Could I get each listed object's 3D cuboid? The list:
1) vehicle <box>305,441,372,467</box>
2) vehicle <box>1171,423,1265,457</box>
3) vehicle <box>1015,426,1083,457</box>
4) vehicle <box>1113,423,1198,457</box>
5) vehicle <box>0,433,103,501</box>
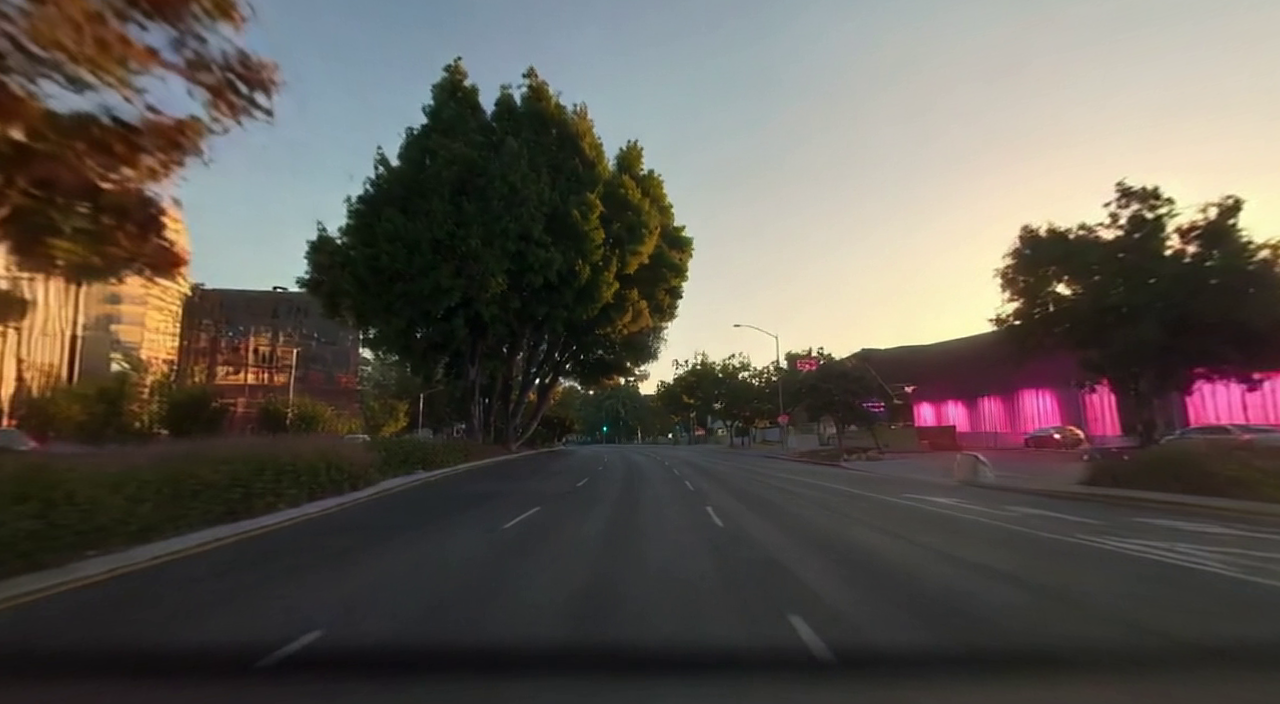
[{"bbox_3d":[-18.711,6.318,39.325,1.974,1.501,4.235,-1,-8,2],"label":"vehicle"},{"bbox_3d":[30.872,4.700,33.824,1.900,1.688,3.880,-3,-8,12],"label":"vehicle"},{"bbox_3d":[23.295,5.129,36.058,1.815,1.618,4.383,-2,-9,13],"label":"vehicle"},{"bbox_3d":[28.325,4.843,34.802,1.887,1.701,4.090,-3,-8,13],"label":"vehicle"},{"bbox_3d":[-18.297,3.119,17.117,2.204,1.821,5.864,0,-8,0],"label":"vehicle"}]
